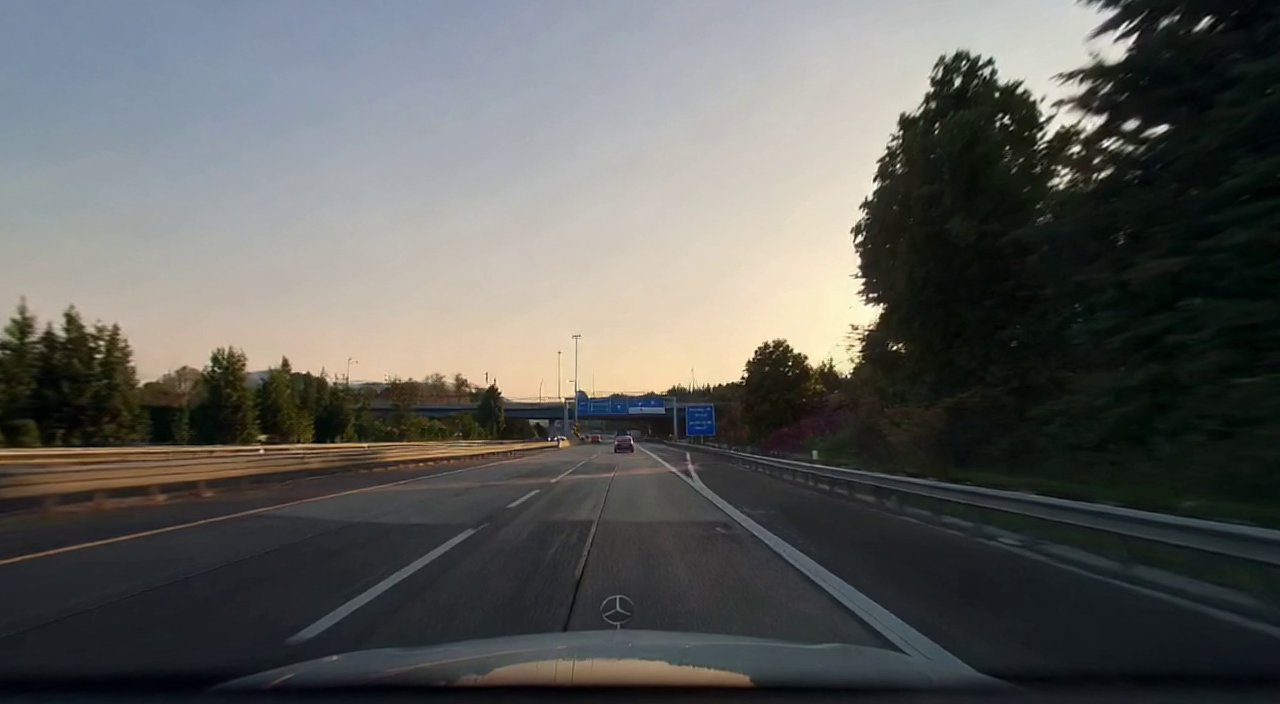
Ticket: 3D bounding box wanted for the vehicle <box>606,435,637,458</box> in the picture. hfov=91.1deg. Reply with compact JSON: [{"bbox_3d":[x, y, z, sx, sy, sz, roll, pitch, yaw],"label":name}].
[{"bbox_3d":[-1.272,6.482,43.336,2.025,1.519,3.924,0,-8,-1],"label":"vehicle"}]
